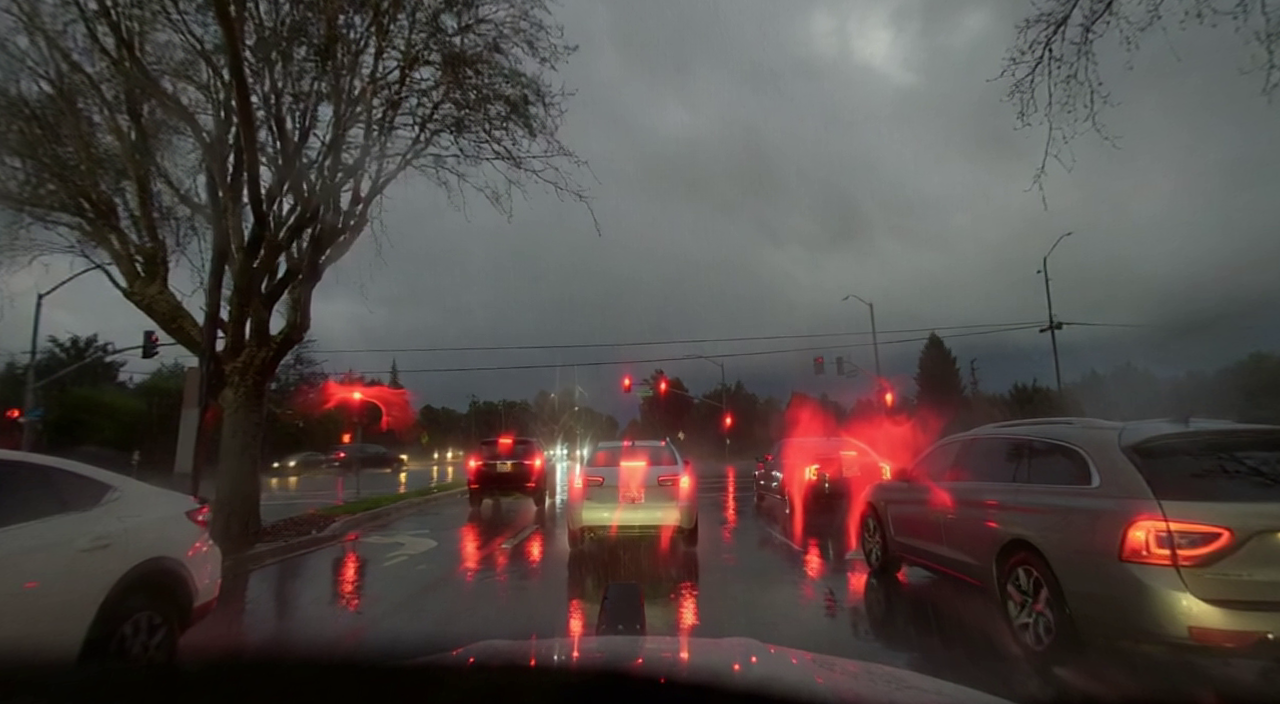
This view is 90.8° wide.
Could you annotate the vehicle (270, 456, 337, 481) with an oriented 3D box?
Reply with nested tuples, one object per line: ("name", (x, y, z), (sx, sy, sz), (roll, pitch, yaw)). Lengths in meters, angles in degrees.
("vehicle", (-22.503, 7.752, 42.208), (4.368, 1.469, 1.761), (-5, -9, 28))

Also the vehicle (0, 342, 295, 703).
("vehicle", (-3.655, 0.843, 2.536), (2.047, 1.764, 4.369), (0, -8, 0))

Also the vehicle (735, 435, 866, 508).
("vehicle", (3.642, 2.781, 15.250), (1.922, 1.472, 4.440), (0, -8, -1))

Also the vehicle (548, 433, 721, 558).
("vehicle", (-0.076, 2.006, 9.586), (2.061, 1.470, 3.970), (0, -8, 0))

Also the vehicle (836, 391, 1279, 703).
("vehicle", (3.393, 1.306, 5.421), (1.933, 1.564, 4.600), (0, -8, 0))

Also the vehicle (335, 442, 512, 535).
("vehicle", (-3.912, 2.501, 12.333), (1.919, 1.459, 4.371), (0, -8, 0))
